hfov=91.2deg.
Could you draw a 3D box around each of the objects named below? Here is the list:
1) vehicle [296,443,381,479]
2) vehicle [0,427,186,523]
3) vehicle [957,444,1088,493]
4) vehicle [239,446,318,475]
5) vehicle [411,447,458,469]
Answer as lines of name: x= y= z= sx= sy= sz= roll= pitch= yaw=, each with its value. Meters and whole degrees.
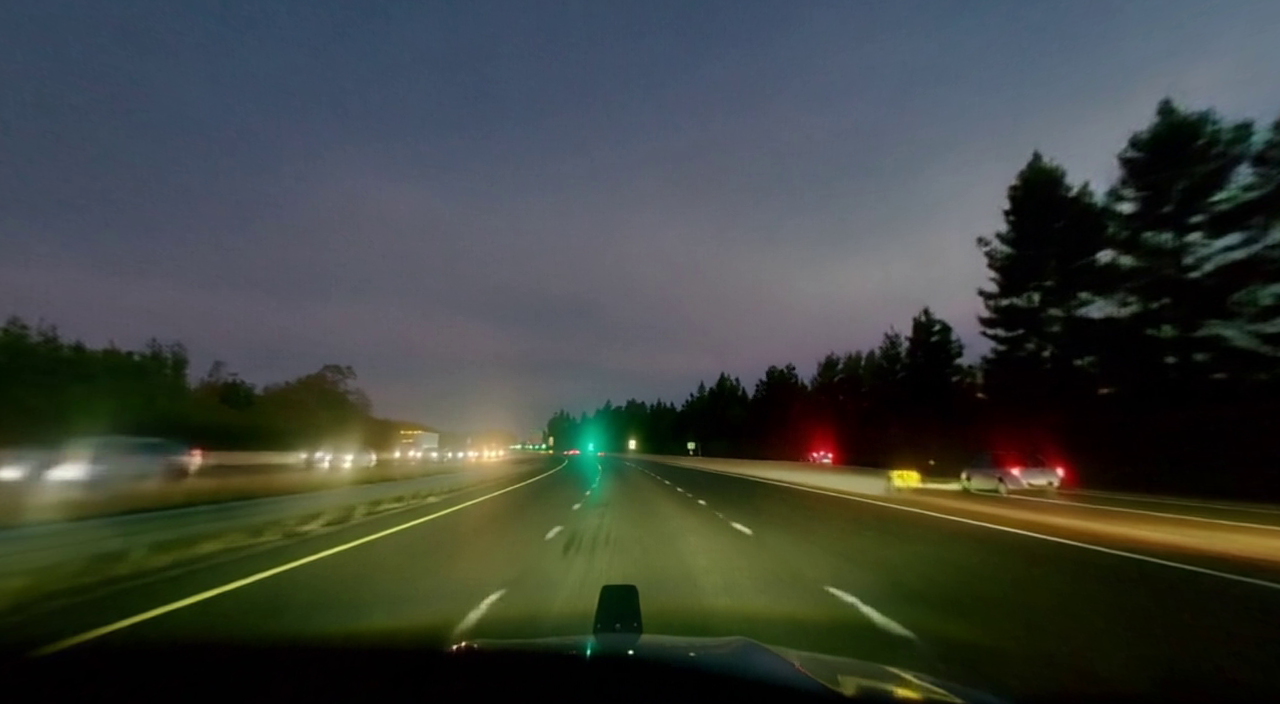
vehicle: x=-13.545 y=4.919 z=28.474 sx=1.842 sy=1.507 sz=4.406 roll=0 pitch=-9 yaw=-3
vehicle: x=-11.322 y=2.288 z=12.018 sx=1.881 sy=1.515 sz=4.661 roll=0 pitch=-9 yaw=-3
vehicle: x=14.889 y=4.542 z=24.791 sx=2.020 sy=1.738 sz=4.549 roll=0 pitch=-9 yaw=-4
vehicle: x=-20.138 y=6.060 z=35.129 sx=1.879 sy=1.501 sz=4.593 roll=0 pitch=-9 yaw=-3
vehicle: x=-14.527 y=7.496 z=44.504 sx=1.898 sy=1.484 sz=4.729 roll=0 pitch=-9 yaw=-2
